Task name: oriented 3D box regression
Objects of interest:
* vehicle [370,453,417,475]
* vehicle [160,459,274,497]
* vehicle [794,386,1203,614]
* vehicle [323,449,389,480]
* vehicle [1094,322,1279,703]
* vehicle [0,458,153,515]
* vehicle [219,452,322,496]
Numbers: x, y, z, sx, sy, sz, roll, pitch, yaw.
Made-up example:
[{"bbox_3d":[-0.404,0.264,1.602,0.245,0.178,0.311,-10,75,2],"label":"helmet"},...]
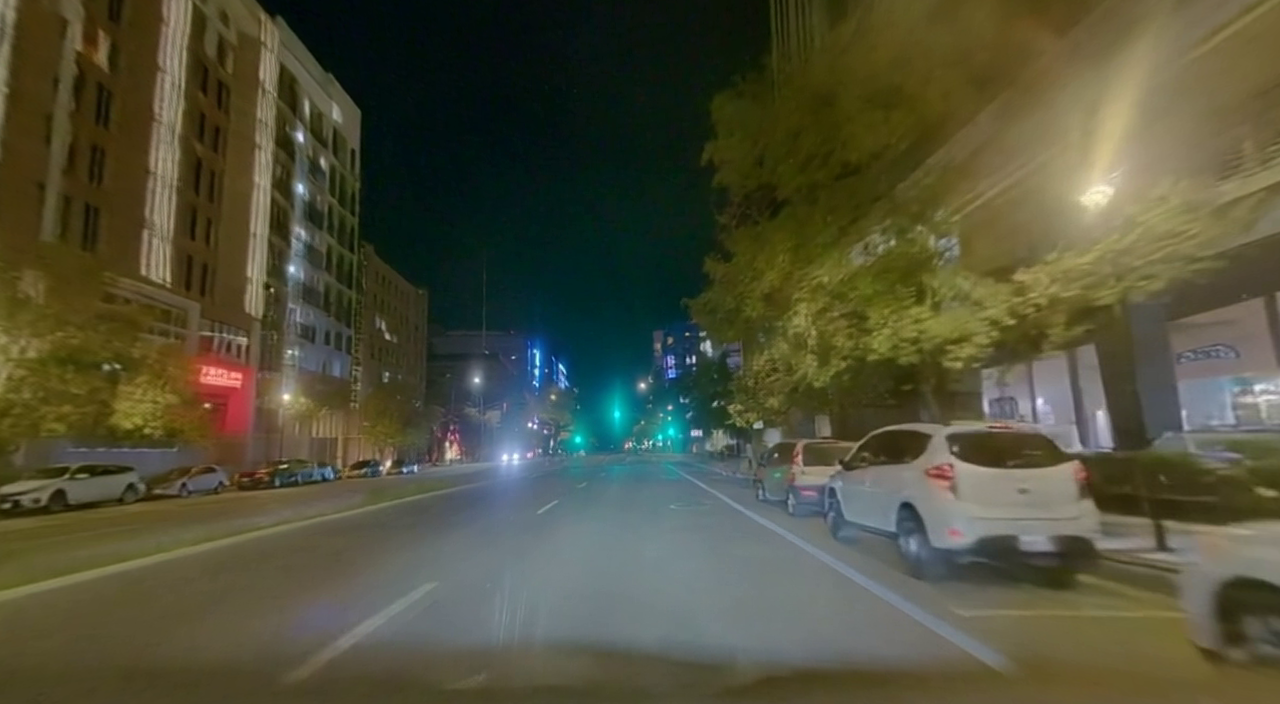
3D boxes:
[{"bbox_3d":[-18.446,8.354,47.465,1.800,1.492,4.663,0,-8,-2],"label":"vehicle"},{"bbox_3d":[-18.302,5.441,27.633,1.900,1.427,4.398,0,-8,0],"label":"vehicle"},{"bbox_3d":[3.342,1.472,7.217,1.968,1.756,4.490,0,-8,-1],"label":"vehicle"},{"bbox_3d":[-18.305,7.219,40.982,2.221,1.821,4.855,0,-8,-3],"label":"vehicle"},{"bbox_3d":[3.530,0.539,1.149,1.874,1.707,4.637,0,-8,-1],"label":"vehicle"},{"bbox_3d":[-18.113,4.281,20.506,1.760,1.566,3.664,0,-8,-3],"label":"vehicle"},{"bbox_3d":[-14.538,4.786,25.113,1.812,1.544,3.832,0,-8,-1],"label":"vehicle"}]
